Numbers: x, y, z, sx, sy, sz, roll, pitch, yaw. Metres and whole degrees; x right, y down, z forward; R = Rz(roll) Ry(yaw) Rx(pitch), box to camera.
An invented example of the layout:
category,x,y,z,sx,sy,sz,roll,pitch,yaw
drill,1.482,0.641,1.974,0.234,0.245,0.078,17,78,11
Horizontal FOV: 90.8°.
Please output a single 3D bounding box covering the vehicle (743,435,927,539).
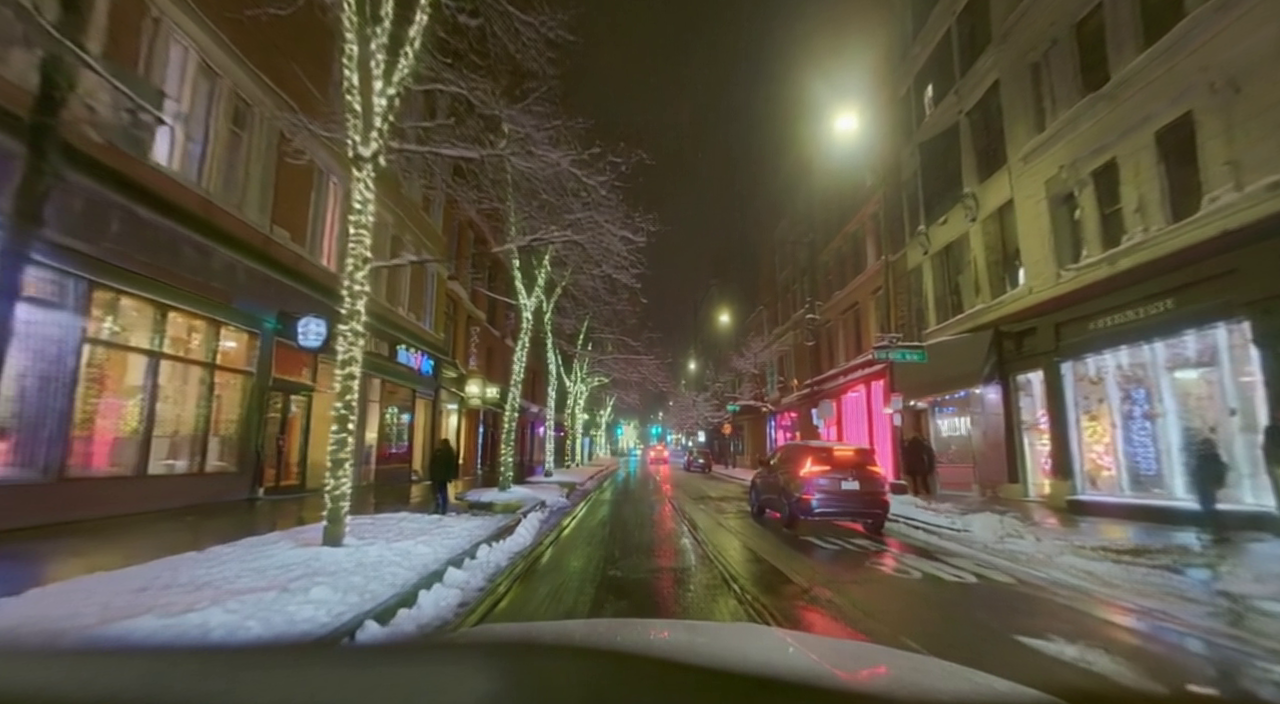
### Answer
category,x,y,z,sx,sy,sz,roll,pitch,yaw
vehicle,3.341,2.393,11.869,1.971,1.559,4.326,0,-9,-1
